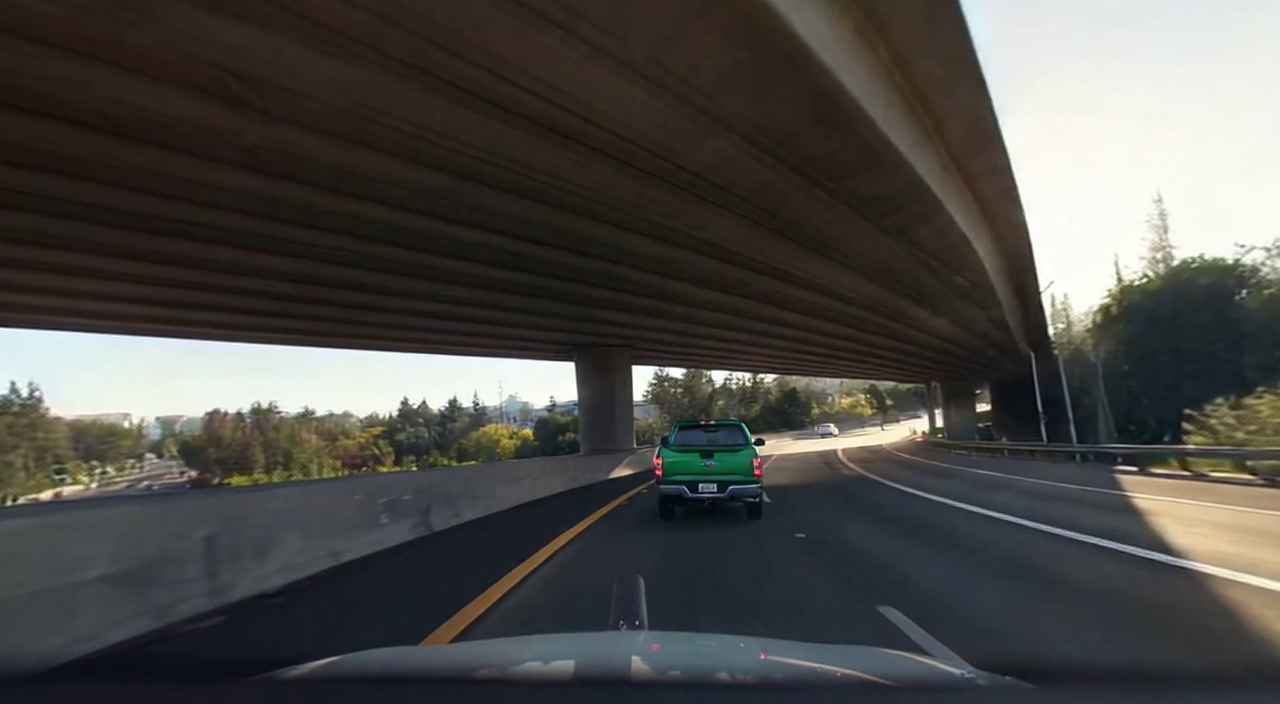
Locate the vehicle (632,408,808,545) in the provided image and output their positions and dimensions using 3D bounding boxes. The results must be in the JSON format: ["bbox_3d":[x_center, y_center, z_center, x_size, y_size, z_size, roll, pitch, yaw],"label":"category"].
[{"bbox_3d":[1.226,1.919,10.315,2.235,1.716,4.435,-1,-9,6],"label":"vehicle"}]
